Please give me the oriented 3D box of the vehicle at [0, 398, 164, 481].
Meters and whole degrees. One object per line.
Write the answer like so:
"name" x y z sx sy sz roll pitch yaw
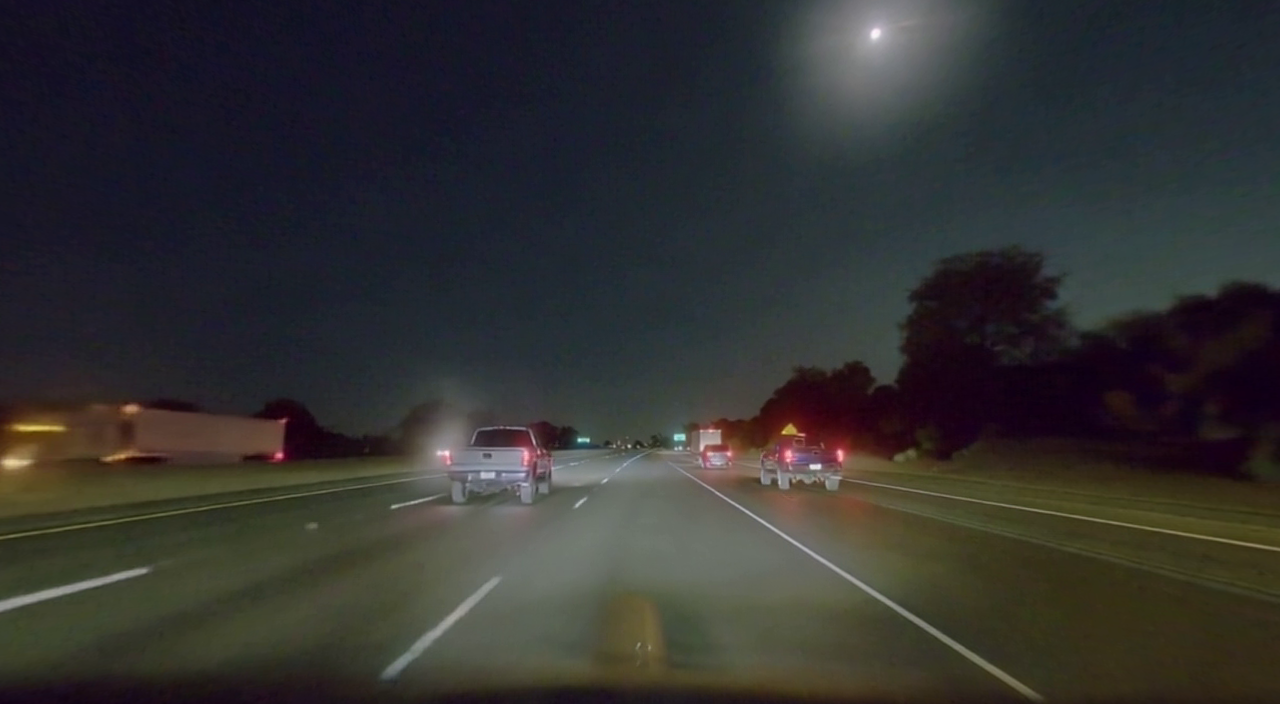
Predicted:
"vehicle" -30.940 4.881 34.928 3.036 4.070 6.933 0 -9 4

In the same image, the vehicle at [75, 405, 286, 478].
"vehicle" -30.565 6.266 43.609 2.928 4.127 14.720 0 -9 3

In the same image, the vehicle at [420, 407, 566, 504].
"vehicle" -3.732 2.858 17.640 2.496 2.203 6.317 0 -9 1

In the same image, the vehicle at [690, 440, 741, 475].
"vehicle" 3.788 5.379 32.278 2.095 1.668 4.135 0 -9 1
